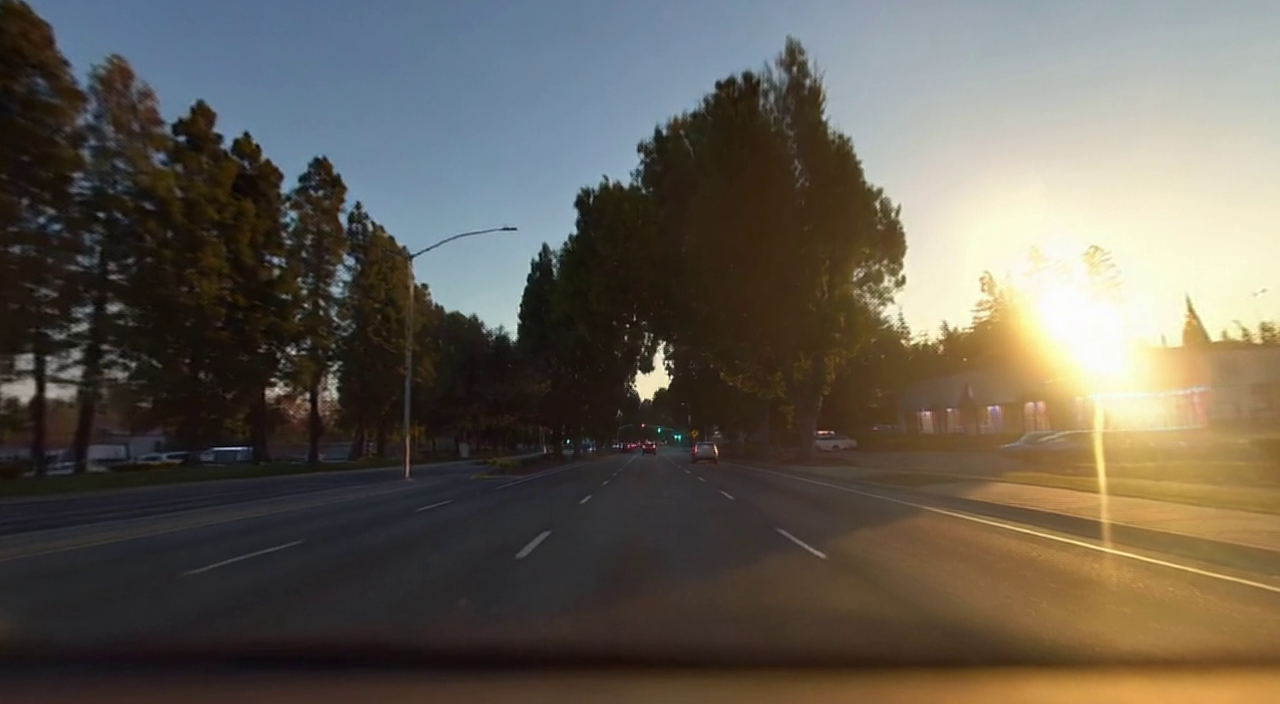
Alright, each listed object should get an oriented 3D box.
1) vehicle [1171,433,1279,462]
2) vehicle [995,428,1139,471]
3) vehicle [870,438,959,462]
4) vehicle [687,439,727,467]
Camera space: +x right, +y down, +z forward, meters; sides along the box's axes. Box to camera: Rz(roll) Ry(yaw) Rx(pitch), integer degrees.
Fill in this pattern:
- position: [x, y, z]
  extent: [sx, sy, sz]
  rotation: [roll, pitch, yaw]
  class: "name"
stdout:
- position: [32.276, 5.175, 34.181]
  extent: [5.080, 1.504, 1.946]
  rotation: [-8, -12, 44]
  class: "vehicle"
- position: [17.731, 4.066, 26.390]
  extent: [4.386, 1.701, 2.121]
  rotation: [-1, -8, 3]
  class: "vehicle"
- position: [17.202, 6.164, 39.597]
  extent: [4.685, 1.478, 1.849]
  rotation: [-1, -9, 2]
  class: "vehicle"
- position: [4.221, 6.494, 40.592]
  extent: [2.007, 1.683, 4.171]
  rotation: [0, -8, -1]
  class: "vehicle"
